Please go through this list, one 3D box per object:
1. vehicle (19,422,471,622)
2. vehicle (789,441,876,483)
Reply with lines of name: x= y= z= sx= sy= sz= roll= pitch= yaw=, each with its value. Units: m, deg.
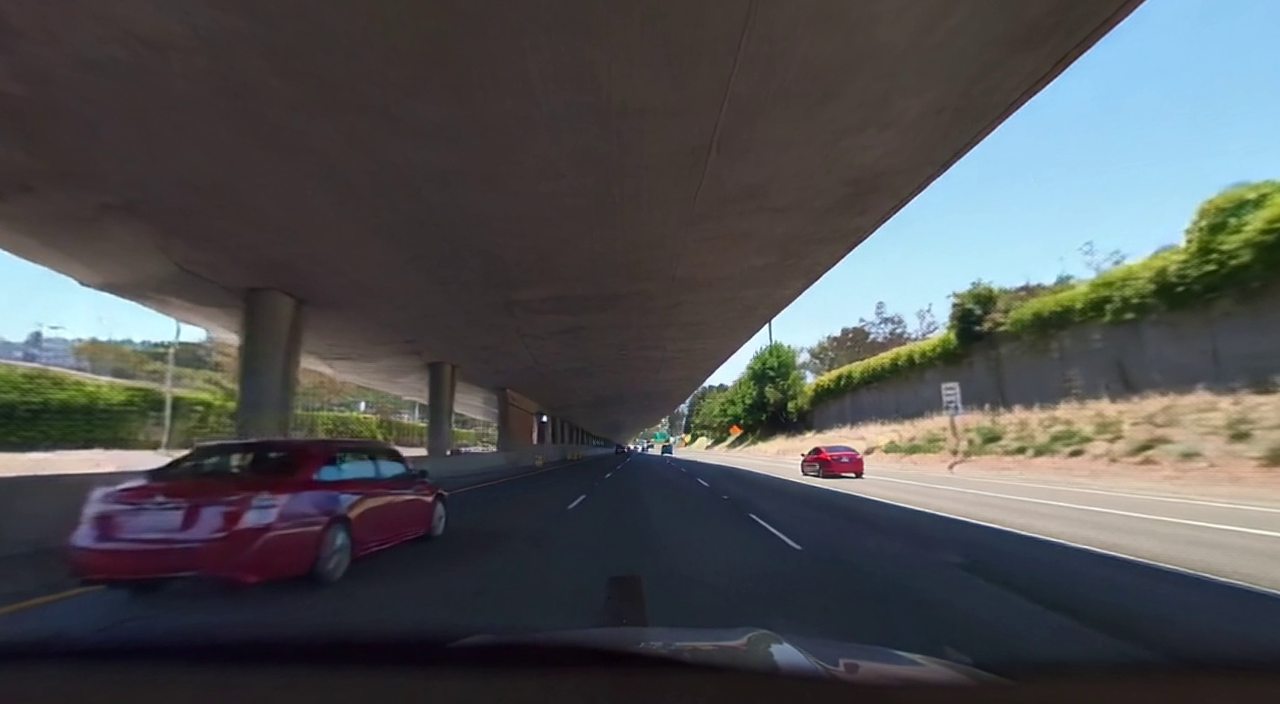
vehicle: x=-3.722 y=1.684 z=7.373 sx=2.085 sy=1.533 sz=4.861 roll=0 pitch=-9 yaw=1
vehicle: x=7.378 y=4.251 z=24.649 sx=1.914 sy=1.465 sz=4.574 roll=0 pitch=-9 yaw=-1
